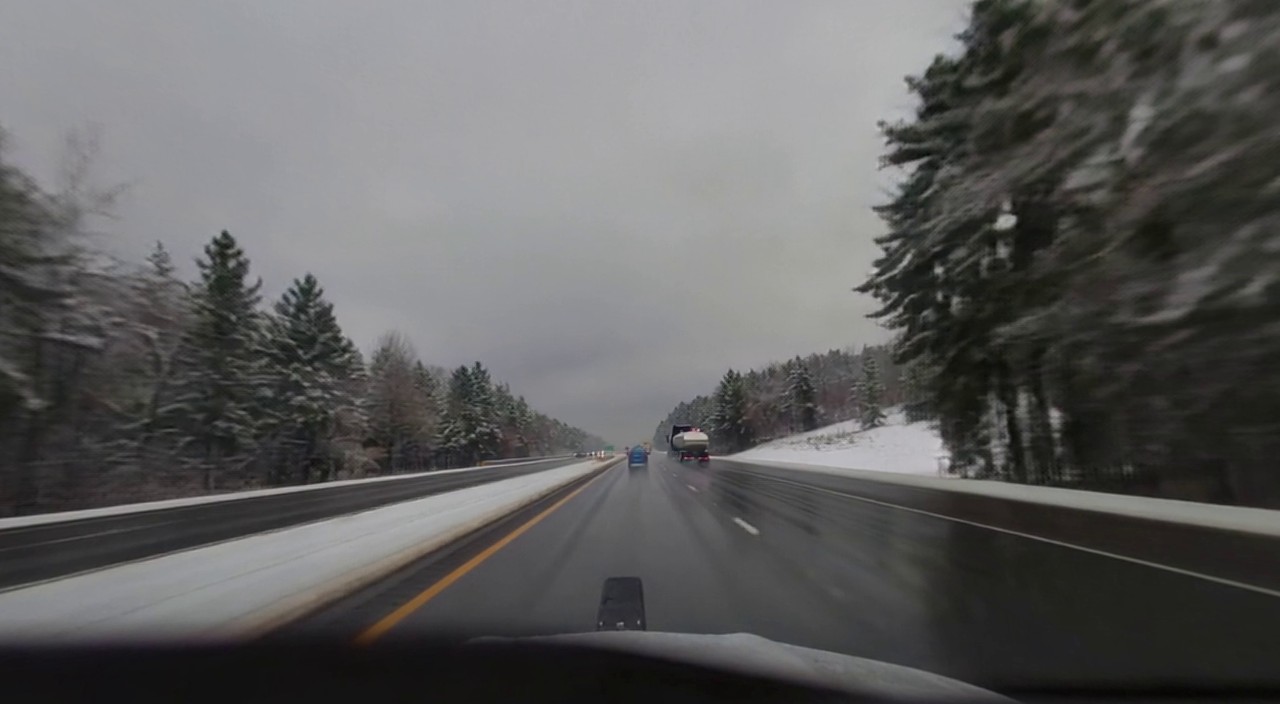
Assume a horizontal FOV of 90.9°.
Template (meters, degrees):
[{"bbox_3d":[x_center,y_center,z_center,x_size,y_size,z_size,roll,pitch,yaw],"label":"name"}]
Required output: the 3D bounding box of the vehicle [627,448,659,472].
[{"bbox_3d":[0.177,6.656,38.956,1.926,1.386,3.615,0,-9,0],"label":"vehicle"}]
